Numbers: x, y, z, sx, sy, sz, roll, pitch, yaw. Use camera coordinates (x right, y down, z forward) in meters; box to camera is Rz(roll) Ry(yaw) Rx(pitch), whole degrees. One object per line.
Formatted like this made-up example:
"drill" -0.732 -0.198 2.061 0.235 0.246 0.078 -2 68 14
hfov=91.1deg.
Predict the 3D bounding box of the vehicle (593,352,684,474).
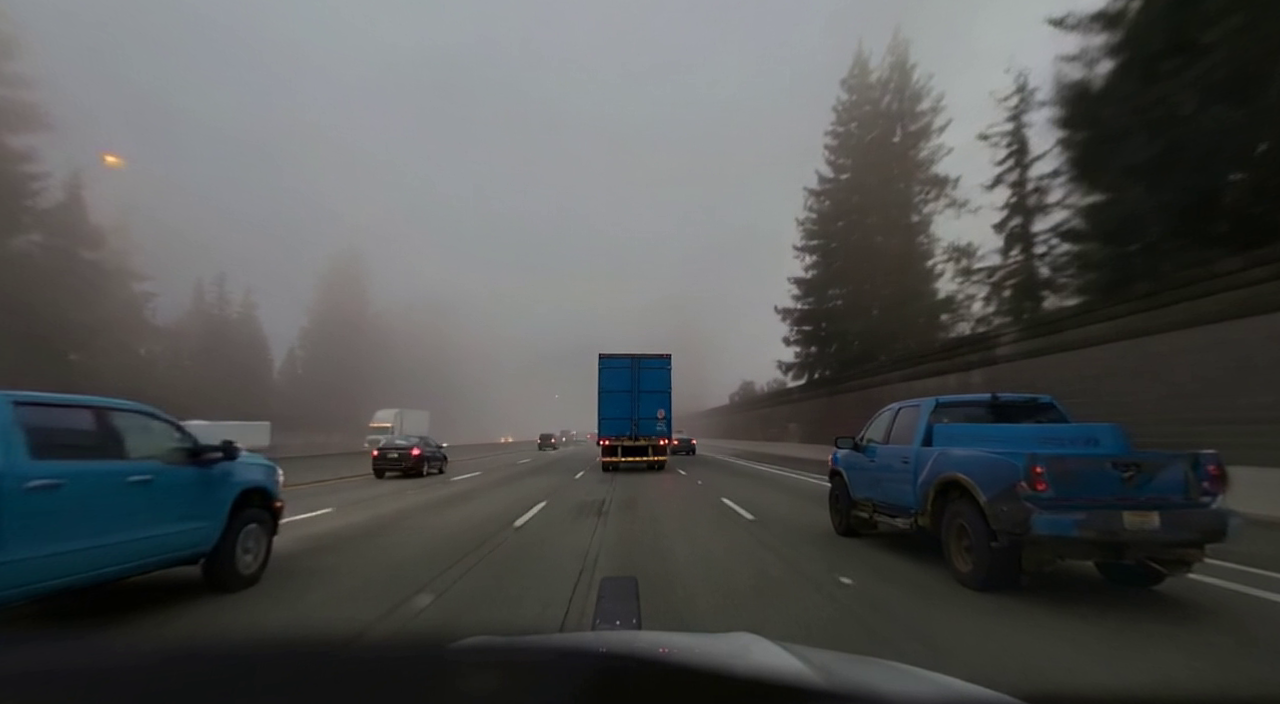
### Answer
"vehicle" -0.346 2.663 25.526 2.904 3.915 10.473 0 -8 -3

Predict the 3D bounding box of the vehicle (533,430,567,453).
"vehicle" -6.777 6.784 47.581 2.134 1.650 4.133 0 -8 -2

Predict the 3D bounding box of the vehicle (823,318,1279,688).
"vehicle" 3.500 1.060 5.638 2.118 1.832 4.901 0 -8 -2

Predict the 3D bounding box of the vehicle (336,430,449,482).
"vehicle" -7.848 3.316 20.403 2.059 1.500 4.001 0 -8 -1

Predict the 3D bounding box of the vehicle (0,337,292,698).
"vehicle" -4.206 0.857 3.411 2.134 1.752 4.375 0 -8 -1
